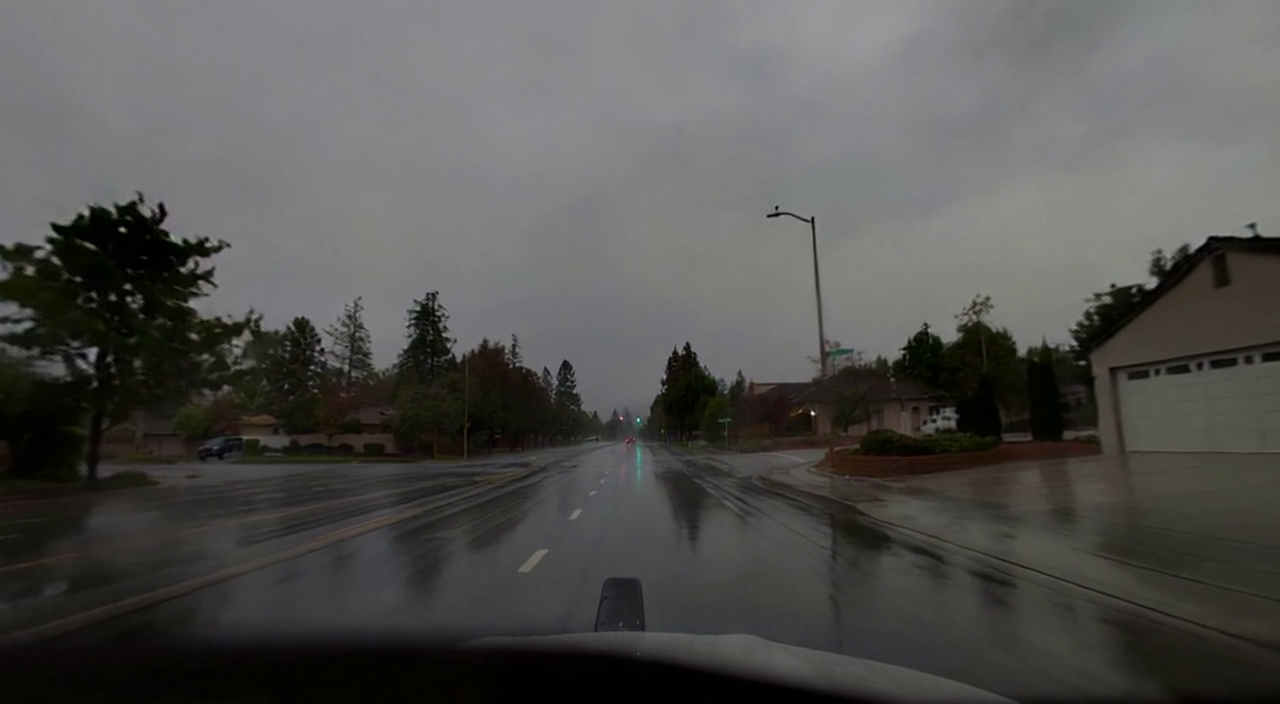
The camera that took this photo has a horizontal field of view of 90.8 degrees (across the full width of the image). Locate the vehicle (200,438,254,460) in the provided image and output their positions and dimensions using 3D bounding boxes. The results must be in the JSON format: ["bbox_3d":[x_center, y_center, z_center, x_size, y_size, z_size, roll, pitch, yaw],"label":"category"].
[{"bbox_3d":[-29.837,7.013,45.748,1.991,1.435,4.421,2,-9,-16],"label":"vehicle"}]
